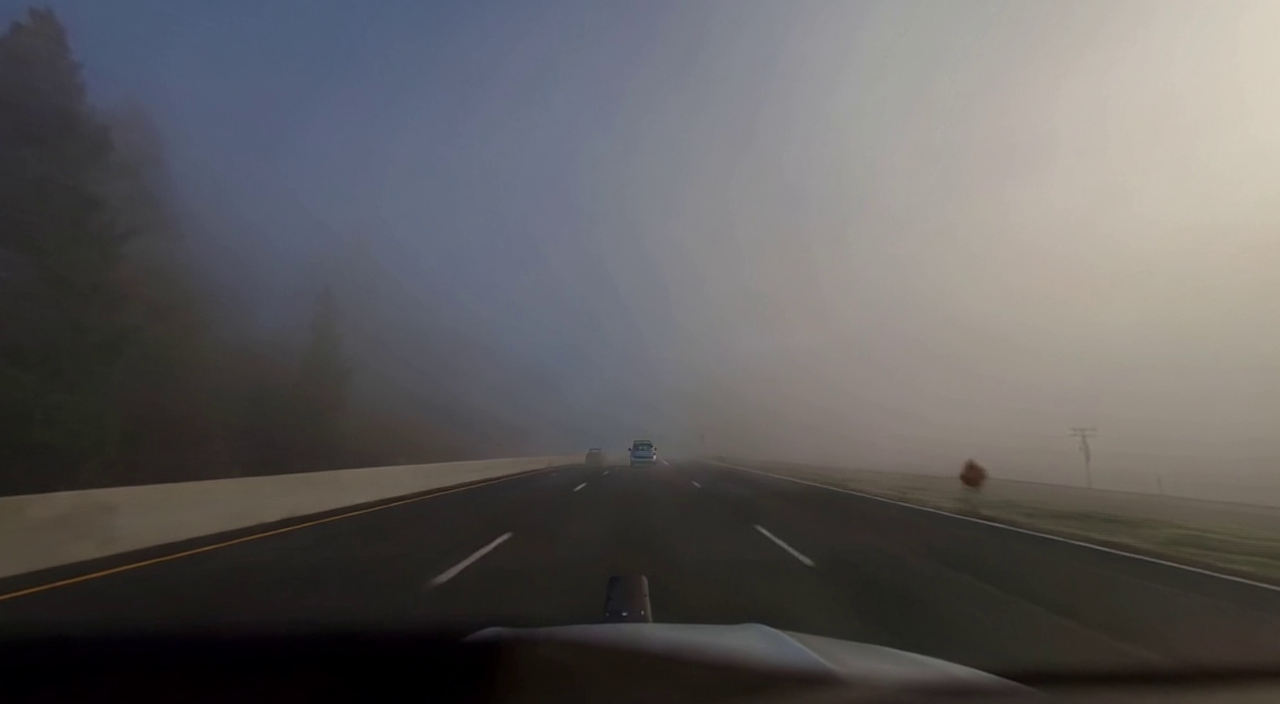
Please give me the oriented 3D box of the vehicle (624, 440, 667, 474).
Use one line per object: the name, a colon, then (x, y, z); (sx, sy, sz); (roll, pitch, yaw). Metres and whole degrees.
vehicle: (0.285, 5.651, 33.985); (2.172, 1.687, 3.929); (0, -9, 0)
